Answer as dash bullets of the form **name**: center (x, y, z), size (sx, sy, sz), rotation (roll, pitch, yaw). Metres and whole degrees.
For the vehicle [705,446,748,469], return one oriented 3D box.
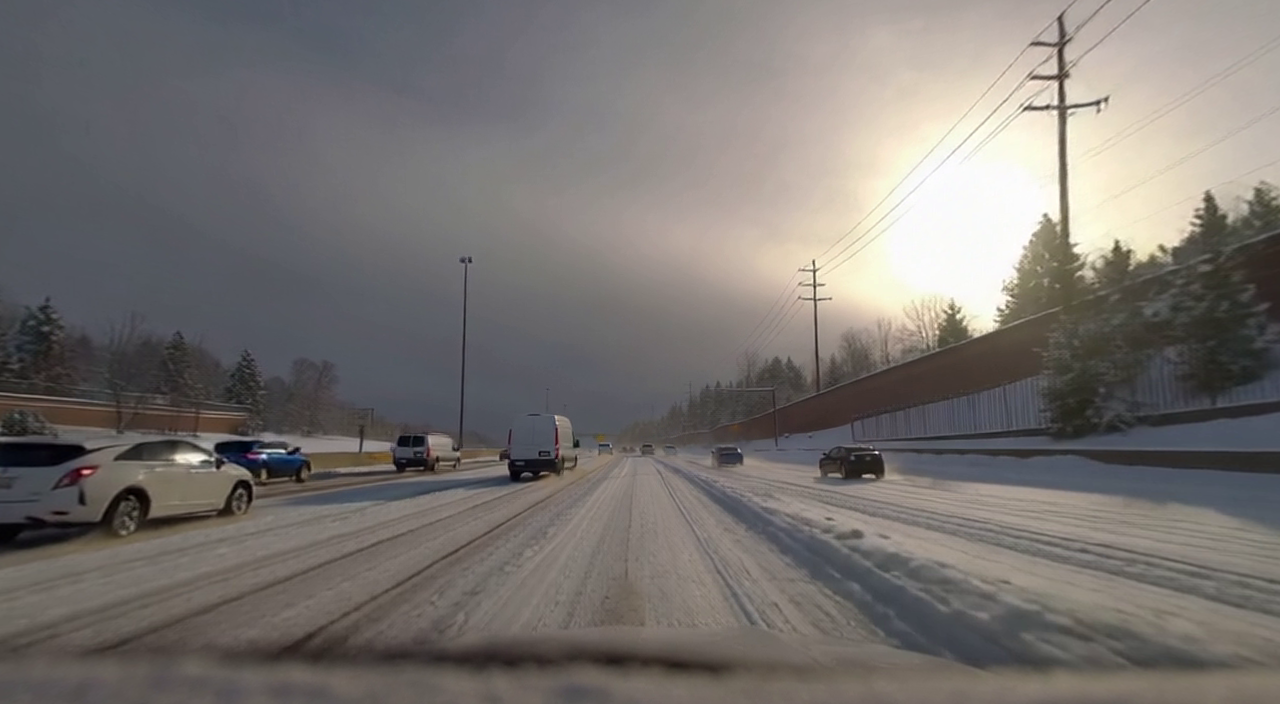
- **vehicle**: center (6.086, 7.473, 44.734), size (2.095, 1.504, 4.536), rotation (0, -9, -4)

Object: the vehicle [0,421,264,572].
- **vehicle**: center (-7.543, 1.823, 8.691), size (1.967, 1.525, 4.458), rotation (0, -9, -1)

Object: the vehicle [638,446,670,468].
- **vehicle**: center (0.965, 7.445, 44.821), size (2.084, 1.492, 4.137), rotation (0, -9, -1)

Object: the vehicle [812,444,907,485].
- **vehicle**: center (8.623, 4.451, 25.200), size (2.052, 1.470, 4.364), rotation (0, -9, -3)

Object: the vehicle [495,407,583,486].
- **vehicle**: center (-3.692, 3.642, 24.381), size (2.395, 2.660, 5.827), rotation (0, -9, 0)

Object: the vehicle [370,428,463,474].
- **vehicle**: center (-11.425, 5.143, 32.889), size (2.596, 2.162, 6.328), rotation (0, -9, 0)
